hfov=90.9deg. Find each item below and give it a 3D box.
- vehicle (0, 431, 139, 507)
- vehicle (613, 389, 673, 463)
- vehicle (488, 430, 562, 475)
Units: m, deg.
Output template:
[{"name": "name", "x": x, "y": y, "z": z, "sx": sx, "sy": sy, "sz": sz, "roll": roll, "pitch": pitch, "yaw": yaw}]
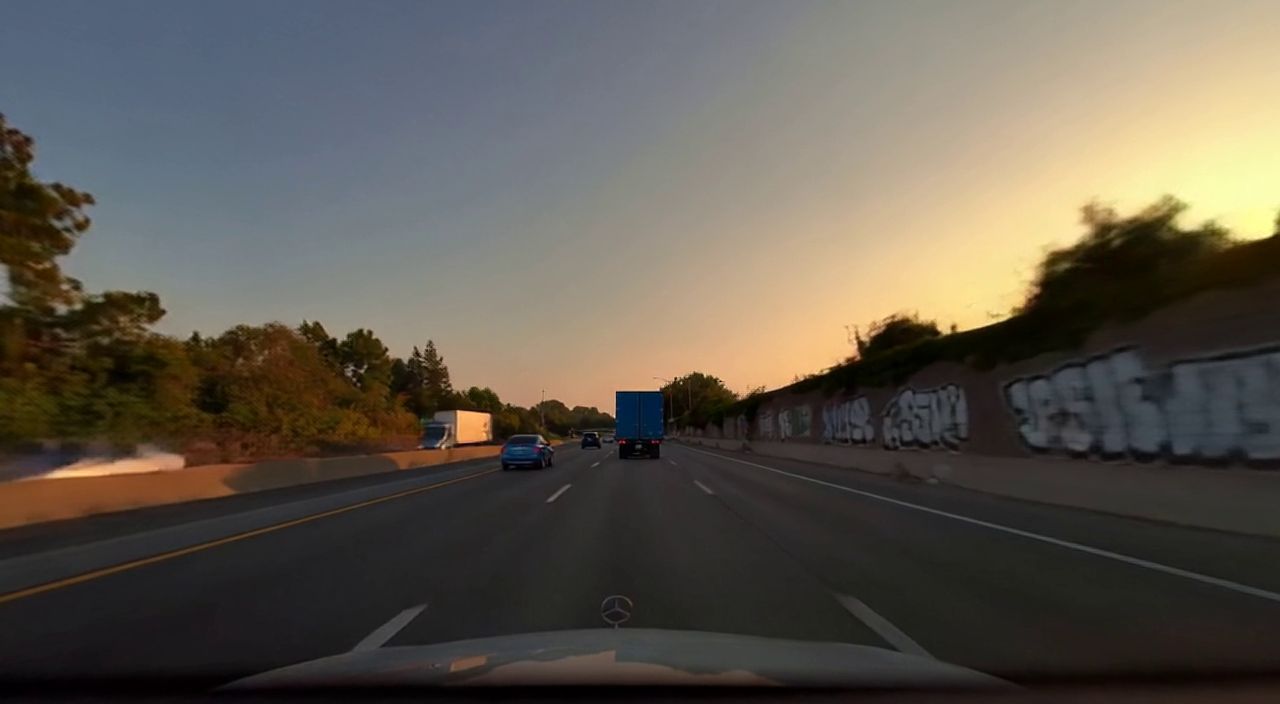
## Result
[{"name": "vehicle", "x": -13.682, "y": 2.490, "z": 13.735, "sx": 1.853, "sy": 1.497, "sz": 4.542, "roll": 0, "pitch": -7, "yaw": -1}, {"name": "vehicle", "x": 0.079, "y": 4.270, "z": 35.949, "sx": 2.927, "sy": 3.649, "sz": 9.443, "roll": 0, "pitch": -8, "yaw": -1}, {"name": "vehicle", "x": -4.278, "y": 3.792, "z": 24.168, "sx": 1.948, "sy": 1.526, "sz": 4.525, "roll": 0, "pitch": -8, "yaw": 0}]
